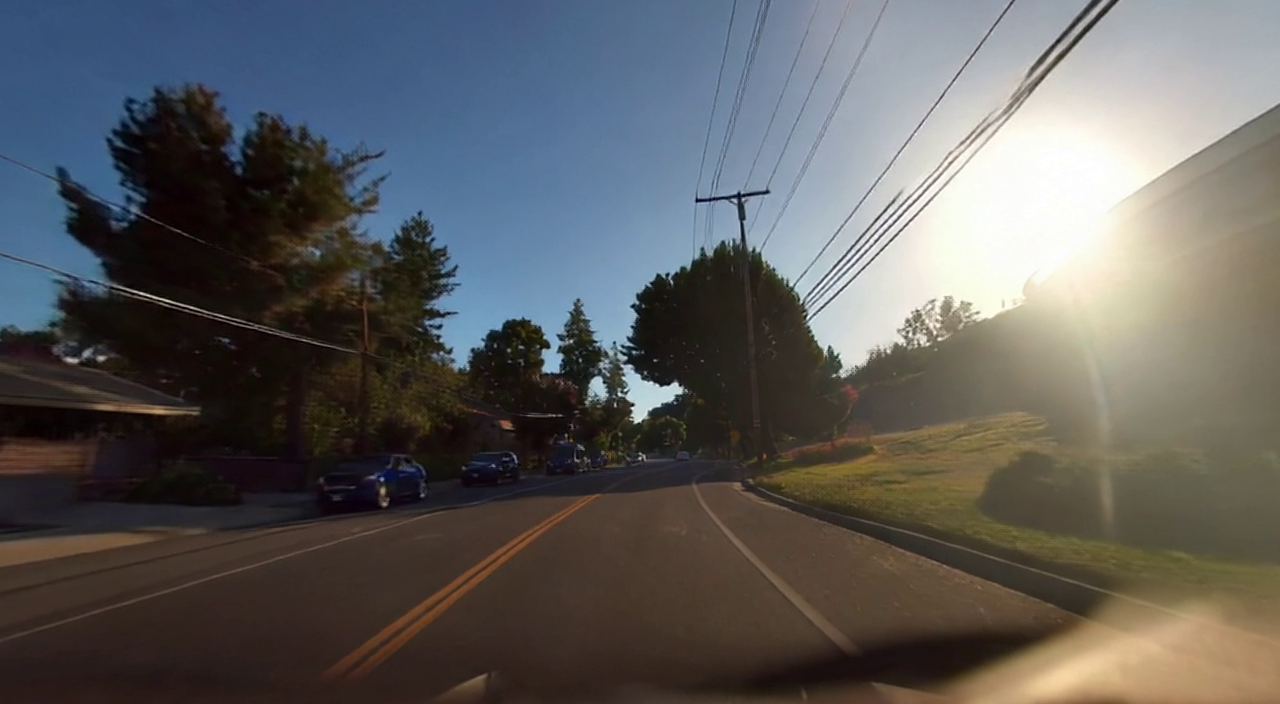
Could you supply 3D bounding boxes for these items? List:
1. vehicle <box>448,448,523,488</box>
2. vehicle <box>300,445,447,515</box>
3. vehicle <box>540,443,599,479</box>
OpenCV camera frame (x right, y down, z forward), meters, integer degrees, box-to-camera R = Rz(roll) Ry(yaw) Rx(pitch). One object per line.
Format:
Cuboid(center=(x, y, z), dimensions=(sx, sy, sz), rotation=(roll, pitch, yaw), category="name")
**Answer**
Cuboid(center=(-6.430, 4.956, 26.751), dimensions=(1.927, 1.542, 3.886), rotation=(-2, -12, 4), category="vehicle")
Cuboid(center=(-7.093, 3.509, 17.435), dimensions=(1.840, 1.523, 4.333), rotation=(3, -11, 4), category="vehicle")
Cuboid(center=(-4.396, 6.913, 40.243), dimensions=(2.295, 1.989, 5.055), rotation=(-5, -10, 9), category="vehicle")
